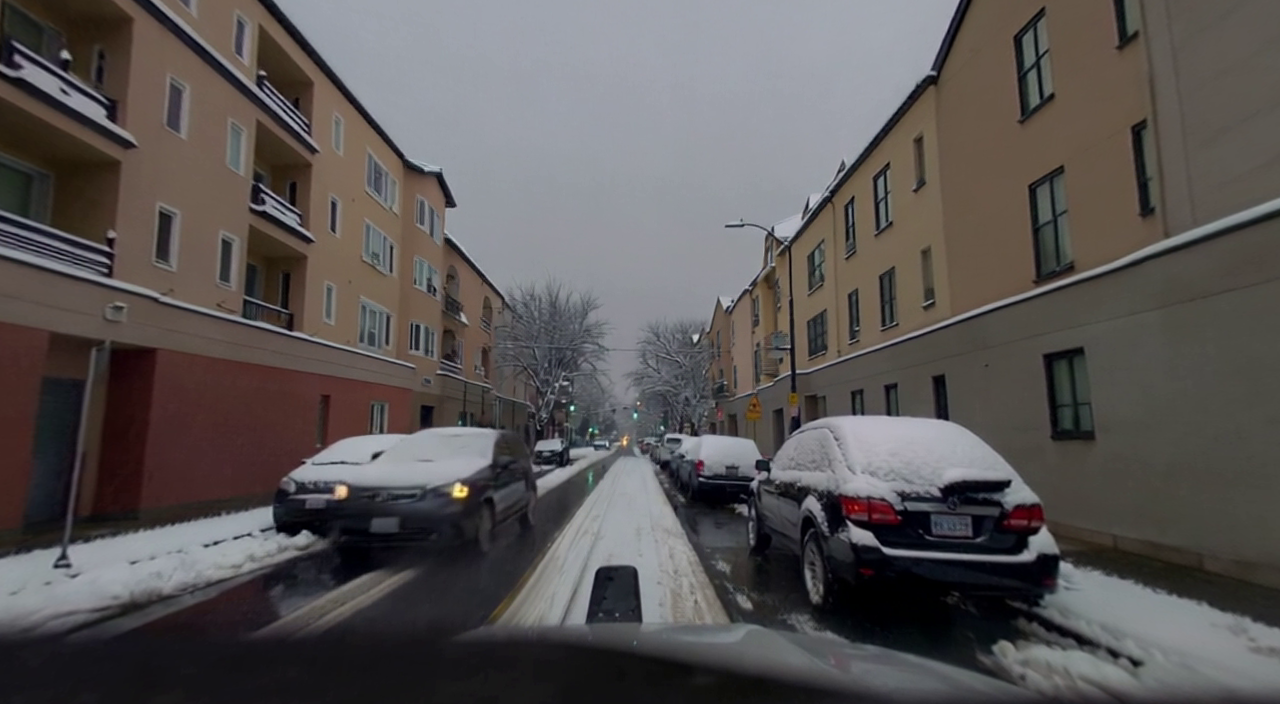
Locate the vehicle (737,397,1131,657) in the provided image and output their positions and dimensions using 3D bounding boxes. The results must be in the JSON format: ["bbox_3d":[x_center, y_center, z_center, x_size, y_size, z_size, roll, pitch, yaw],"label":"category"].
[{"bbox_3d":[2.237,1.405,6.144,1.839,1.678,3.918,0,-8,-2],"label":"vehicle"}]

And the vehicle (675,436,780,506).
[{"bbox_3d":[1.951,2.789,15.402,1.786,1.447,4.314,0,-8,-2],"label":"vehicle"}]

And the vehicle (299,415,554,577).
[{"bbox_3d":[-2.307,1.621,7.852,1.845,1.544,3.388,0,-8,3],"label":"vehicle"}]
